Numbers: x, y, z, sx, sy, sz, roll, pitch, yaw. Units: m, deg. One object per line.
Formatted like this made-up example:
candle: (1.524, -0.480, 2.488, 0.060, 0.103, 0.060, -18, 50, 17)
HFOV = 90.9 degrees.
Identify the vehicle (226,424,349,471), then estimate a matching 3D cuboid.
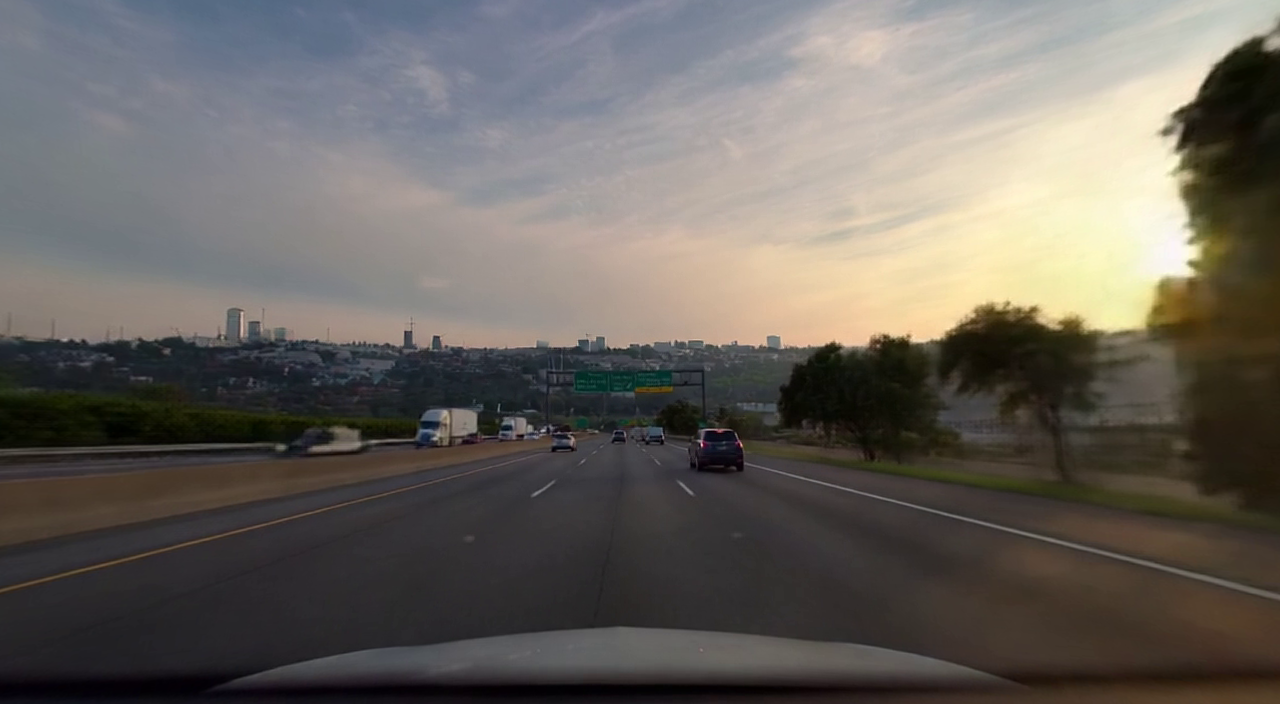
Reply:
vehicle: (-12.997, 3.560, 23.623, 2.089, 1.570, 4.470, 0, -8, -2)

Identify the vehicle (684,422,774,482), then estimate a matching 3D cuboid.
vehicle: (2.626, 3.084, 19.738, 2.022, 1.637, 4.229, 0, -8, -3)

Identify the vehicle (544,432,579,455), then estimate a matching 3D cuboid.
vehicle: (-5.500, 6.468, 44.591, 1.996, 1.518, 4.229, 0, -8, -2)
